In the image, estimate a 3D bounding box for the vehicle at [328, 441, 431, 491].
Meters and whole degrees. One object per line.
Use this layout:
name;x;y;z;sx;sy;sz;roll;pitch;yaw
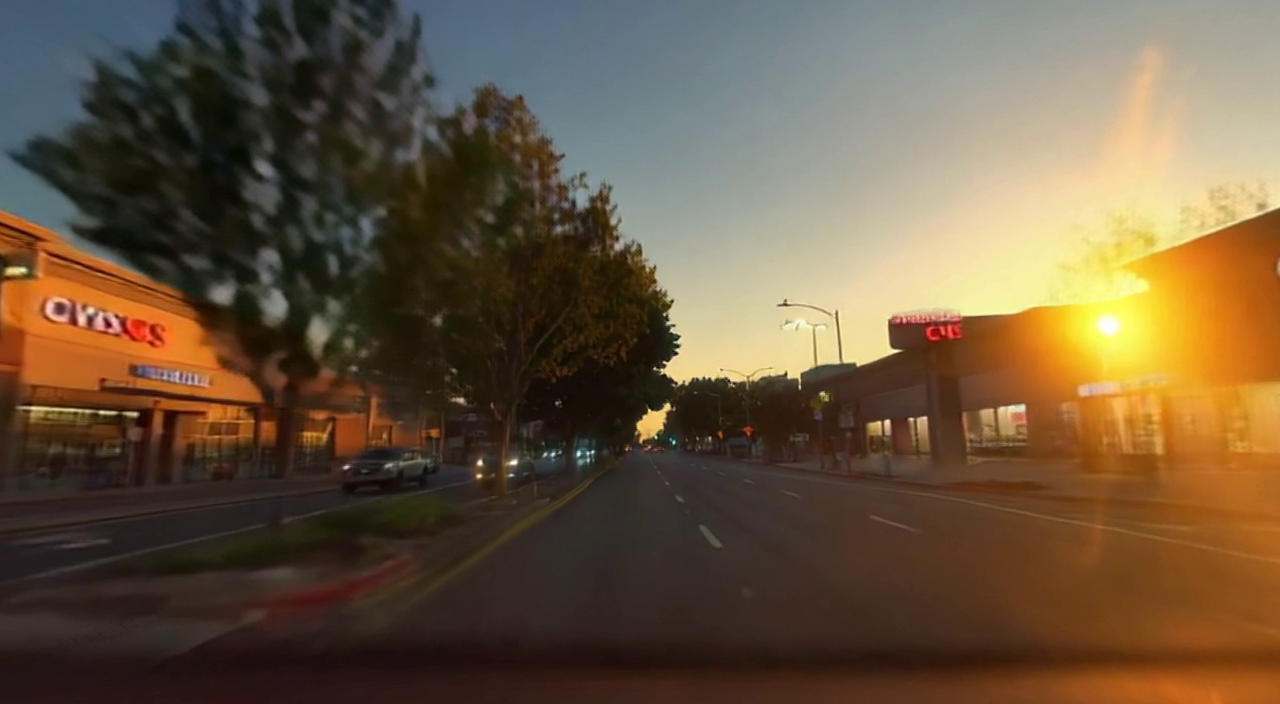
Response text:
vehicle;-9.711;4.273;23.959;1.954;1.694;4.310;0;-9;1

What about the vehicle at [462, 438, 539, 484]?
vehicle;-5.715;4.533;26.460;2.129;1.748;4.555;0;-9;1
